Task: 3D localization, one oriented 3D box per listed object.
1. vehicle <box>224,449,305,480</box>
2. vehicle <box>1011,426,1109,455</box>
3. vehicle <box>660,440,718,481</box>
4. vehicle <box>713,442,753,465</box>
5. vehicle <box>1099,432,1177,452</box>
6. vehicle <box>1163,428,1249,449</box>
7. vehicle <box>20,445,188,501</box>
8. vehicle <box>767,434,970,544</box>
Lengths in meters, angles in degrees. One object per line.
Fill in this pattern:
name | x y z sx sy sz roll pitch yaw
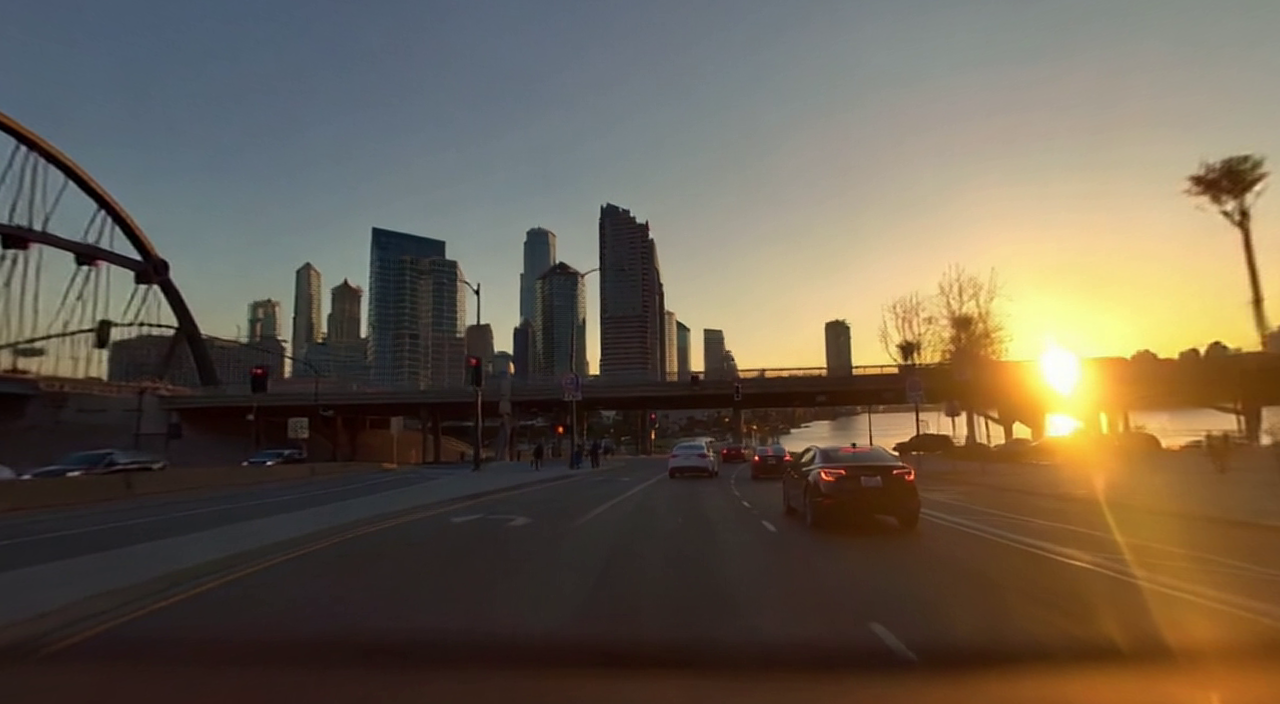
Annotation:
vehicle | -23.041 6.880 38.853 2.106 1.791 4.618 0 -9 -1
vehicle | 30.601 6.452 45.956 5.771 2.019 2.293 1 -9 -8
vehicle | 2.101 4.422 25.918 2.077 1.518 3.760 -1 -9 9
vehicle | 6.595 7.098 44.215 2.134 1.492 4.674 -2 -9 15
vehicle | 37.229 6.717 47.040 4.535 1.480 1.882 1 -9 -9
vehicle | 43.328 6.665 48.196 5.097 1.557 1.900 1 -8 -8
vehicle | -18.996 4.258 22.698 2.040 1.749 4.796 0 -9 -4
vehicle | 3.687 2.290 11.307 2.051 1.509 4.933 -1 -9 3
